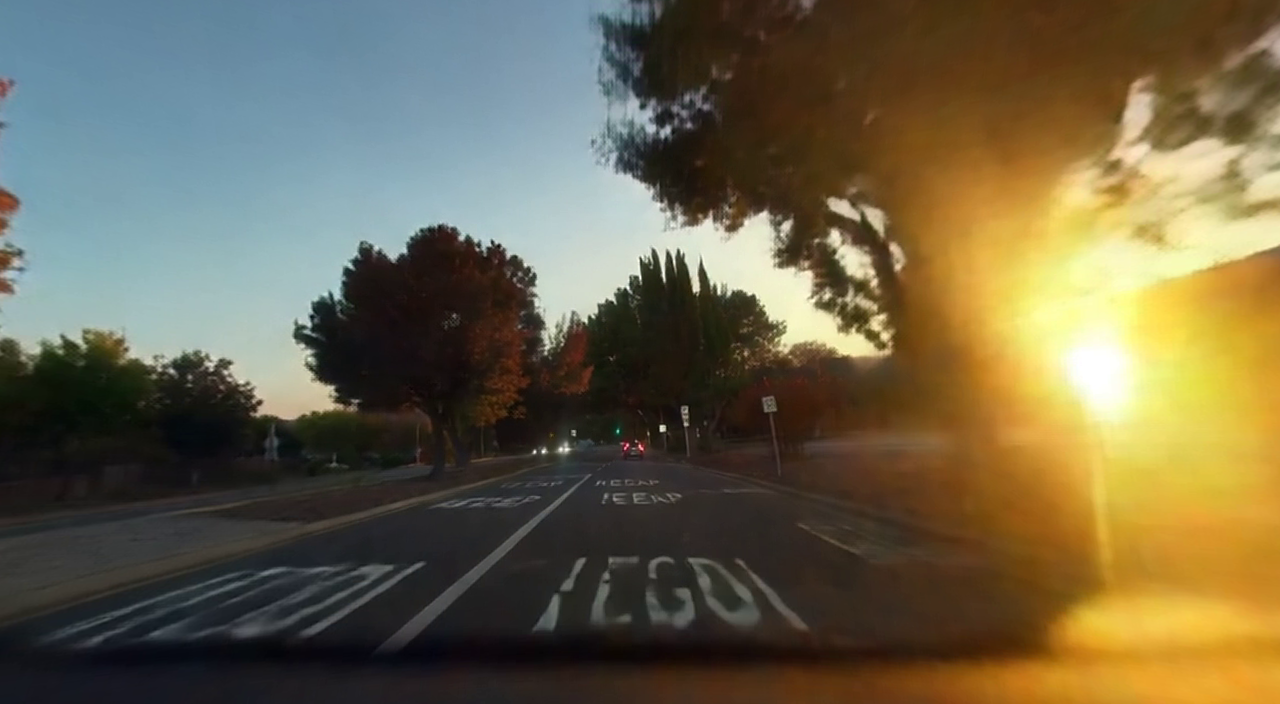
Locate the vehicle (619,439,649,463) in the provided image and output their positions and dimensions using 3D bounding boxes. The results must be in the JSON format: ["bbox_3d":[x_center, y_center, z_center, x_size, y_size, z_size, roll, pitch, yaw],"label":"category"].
[{"bbox_3d":[-0.409,7.043,45.154,2.045,1.613,4.210,0,-8,-1],"label":"vehicle"}]
